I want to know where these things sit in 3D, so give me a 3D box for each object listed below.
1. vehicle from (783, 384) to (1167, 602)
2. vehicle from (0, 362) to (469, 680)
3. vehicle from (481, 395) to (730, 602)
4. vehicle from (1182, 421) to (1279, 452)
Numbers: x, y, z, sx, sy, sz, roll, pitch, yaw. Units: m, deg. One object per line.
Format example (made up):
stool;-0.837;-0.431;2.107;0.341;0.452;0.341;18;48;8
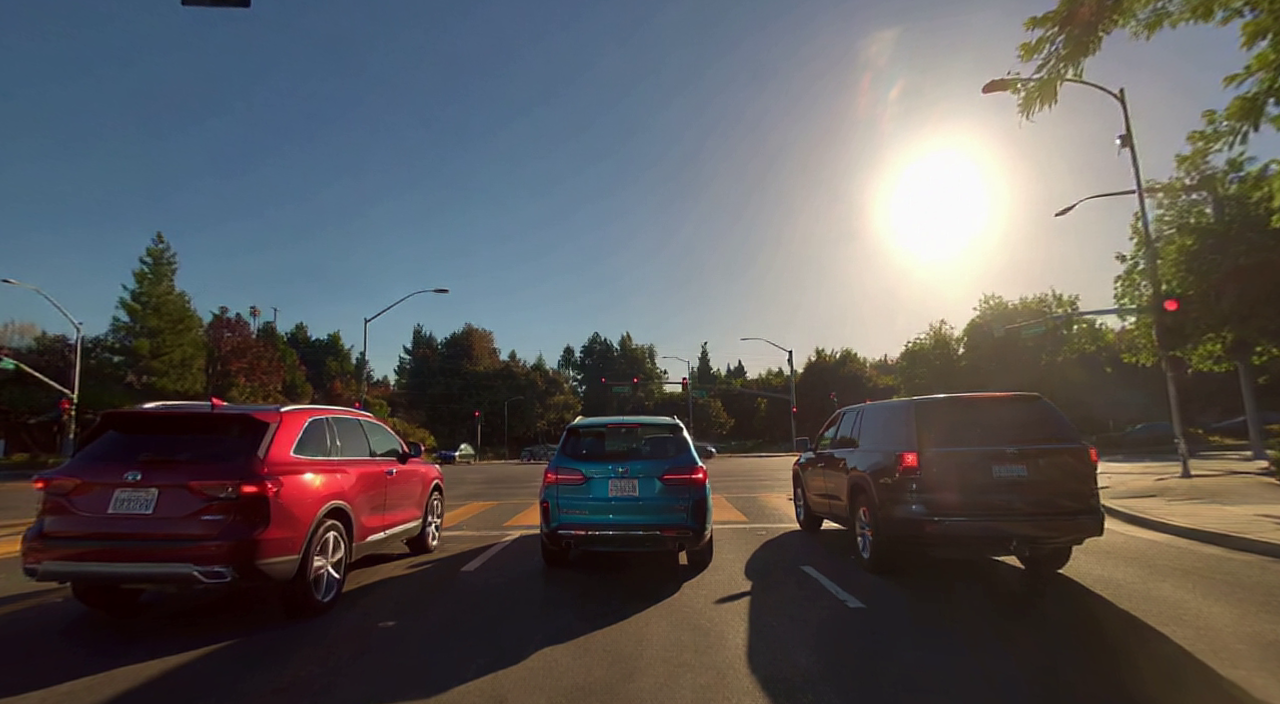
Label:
vehicle;3.272;1.487;7.514;2.083;1.779;4.532;0;-8;0
vehicle;-3.272;1.284;5.886;2.047;1.810;4.414;0;-8;1
vehicle;-0.233;1.514;7.322;2.067;1.702;3.987;0;-8;2
vehicle;32.866;4.674;34.807;4.175;1.634;1.877;1;-8;-5
